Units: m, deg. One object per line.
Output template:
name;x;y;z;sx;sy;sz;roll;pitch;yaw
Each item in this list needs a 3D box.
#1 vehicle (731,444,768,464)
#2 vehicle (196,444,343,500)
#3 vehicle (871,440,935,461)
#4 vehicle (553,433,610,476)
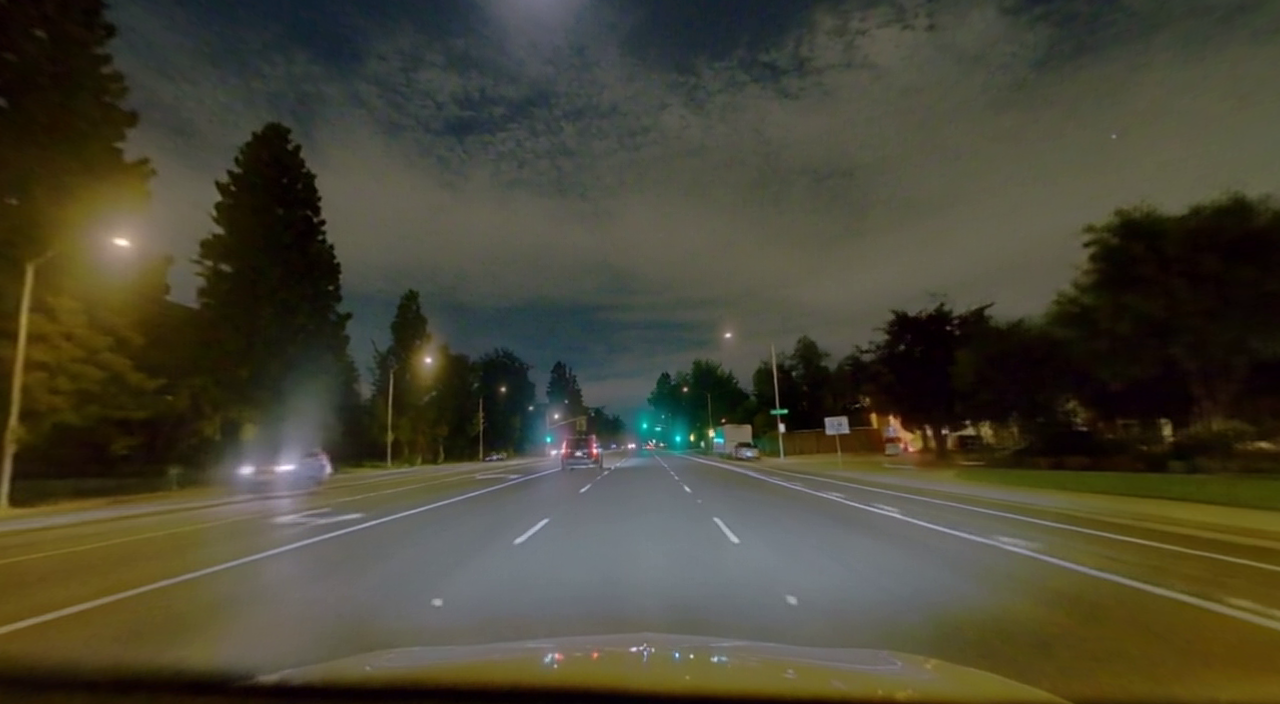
vehicle;8.329;7.784;48.327;1.976;1.445;4.909;0;-8;0
vehicle;-12.643;4.074;21.984;2.210;1.720;4.800;0;-8;0
vehicle;19.891;7.448;47.862;1.864;1.523;4.176;5;-10;-29
vehicle;-2.714;4.880;30.258;2.179;1.851;4.756;0;-8;1
